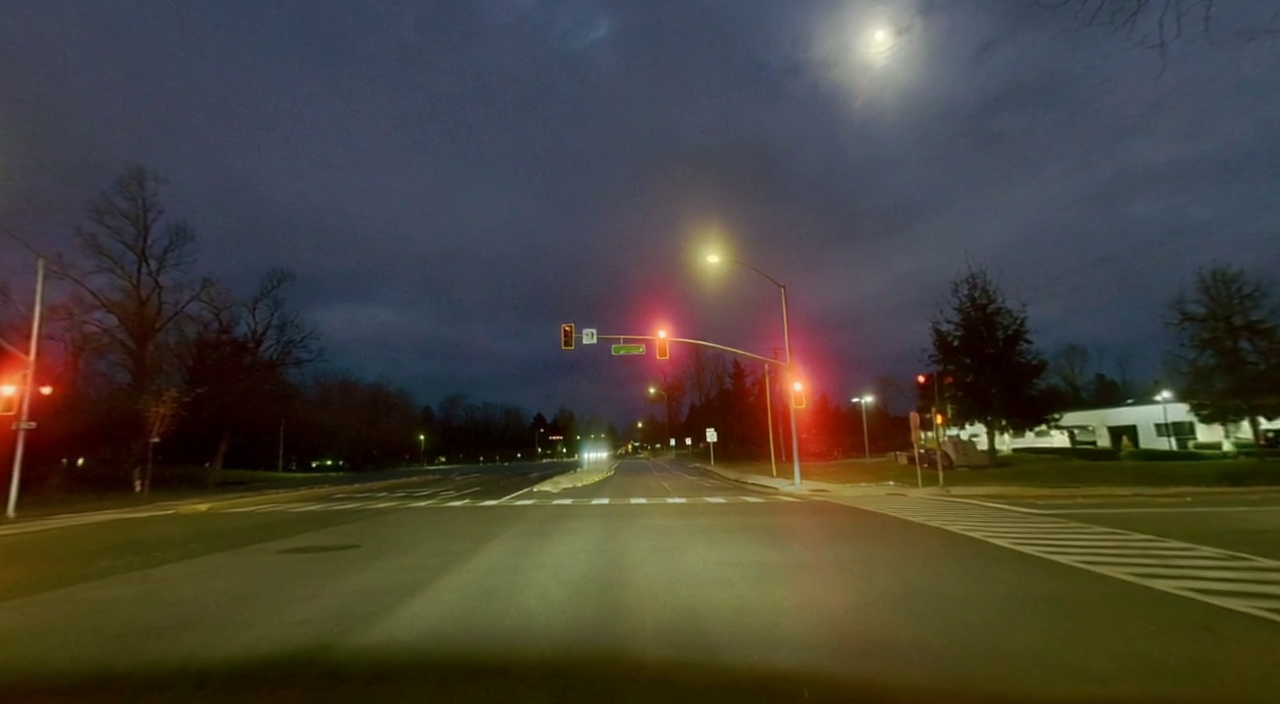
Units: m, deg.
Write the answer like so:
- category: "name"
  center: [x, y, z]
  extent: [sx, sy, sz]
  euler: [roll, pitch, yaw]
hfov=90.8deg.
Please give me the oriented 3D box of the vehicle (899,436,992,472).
- category: "vehicle"
  center: [15.000, 5.045, 31.371]
  extent: [1.959, 1.471, 4.570]
  euler: [-4, -9, -5]
